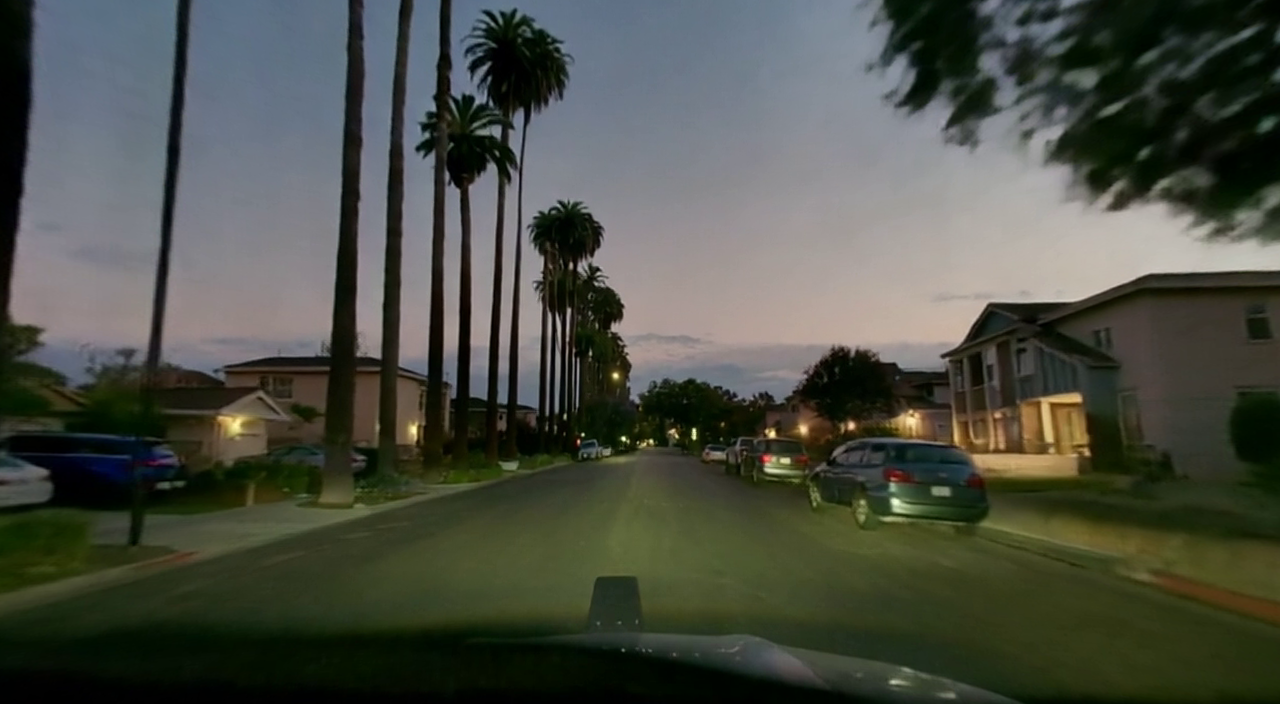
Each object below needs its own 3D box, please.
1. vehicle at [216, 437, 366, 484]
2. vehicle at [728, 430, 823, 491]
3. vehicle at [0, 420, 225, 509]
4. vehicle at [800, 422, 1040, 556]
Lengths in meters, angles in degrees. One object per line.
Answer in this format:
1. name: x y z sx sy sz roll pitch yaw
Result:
1. vehicle: -12.961 4.032 23.676 4.448 1.679 1.972 0 -8 2
2. vehicle: 4.356 3.578 21.243 2.166 1.766 5.186 0 -8 2
3. vehicle: -13.233 2.707 15.486 4.576 1.977 2.153 0 -8 3
4. vehicle: 4.357 2.172 10.950 1.971 1.663 5.076 2 -8 1
